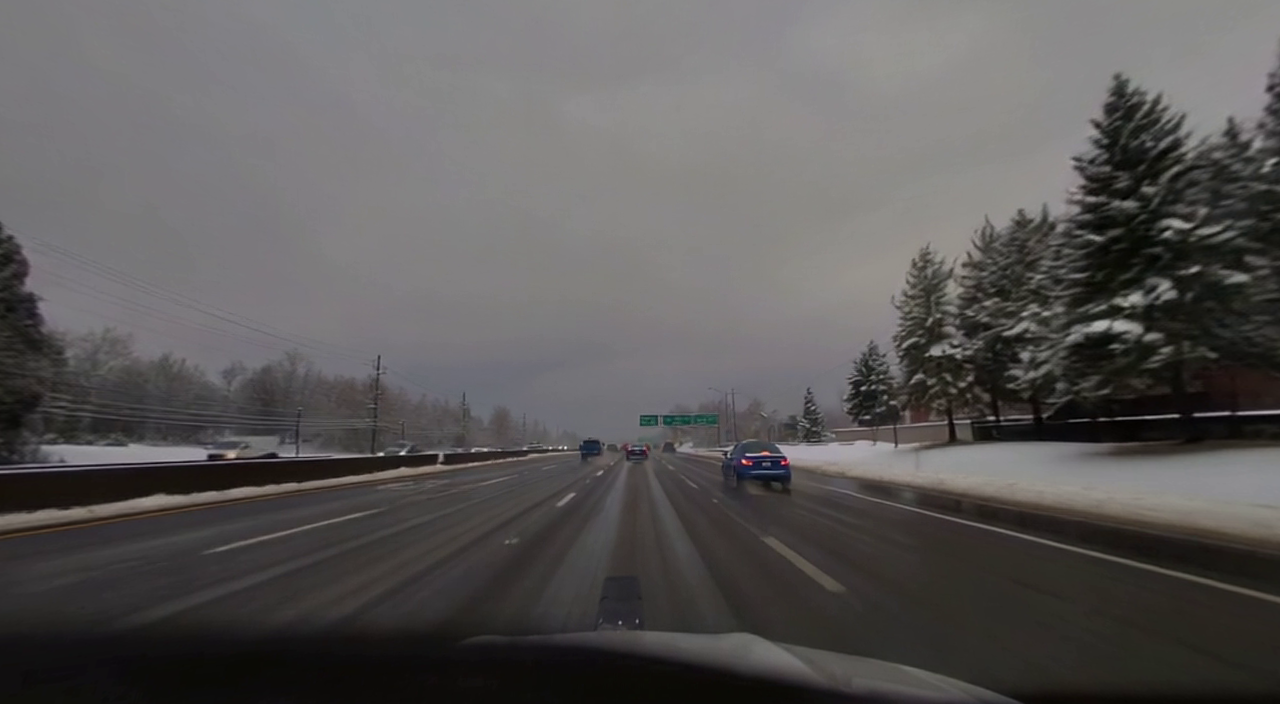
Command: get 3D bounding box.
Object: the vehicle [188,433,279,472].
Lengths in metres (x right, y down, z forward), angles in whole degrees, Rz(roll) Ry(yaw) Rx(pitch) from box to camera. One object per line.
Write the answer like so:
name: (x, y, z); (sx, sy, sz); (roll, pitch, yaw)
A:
vehicle: (-27.876, 6.909, 43.464); (2.253, 2.447, 5.940); (0, -8, 1)

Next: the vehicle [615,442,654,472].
vehicle: (-0.317, 5.637, 34.062); (2.019, 1.472, 3.971); (0, -8, -1)

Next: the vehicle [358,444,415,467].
vehicle: (-16.679, 6.815, 41.640); (1.968, 1.465, 4.284); (0, -8, 1)

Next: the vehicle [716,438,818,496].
vehicle: (3.655, 3.377, 18.980); (1.995, 1.533, 4.463); (0, -8, -2)
